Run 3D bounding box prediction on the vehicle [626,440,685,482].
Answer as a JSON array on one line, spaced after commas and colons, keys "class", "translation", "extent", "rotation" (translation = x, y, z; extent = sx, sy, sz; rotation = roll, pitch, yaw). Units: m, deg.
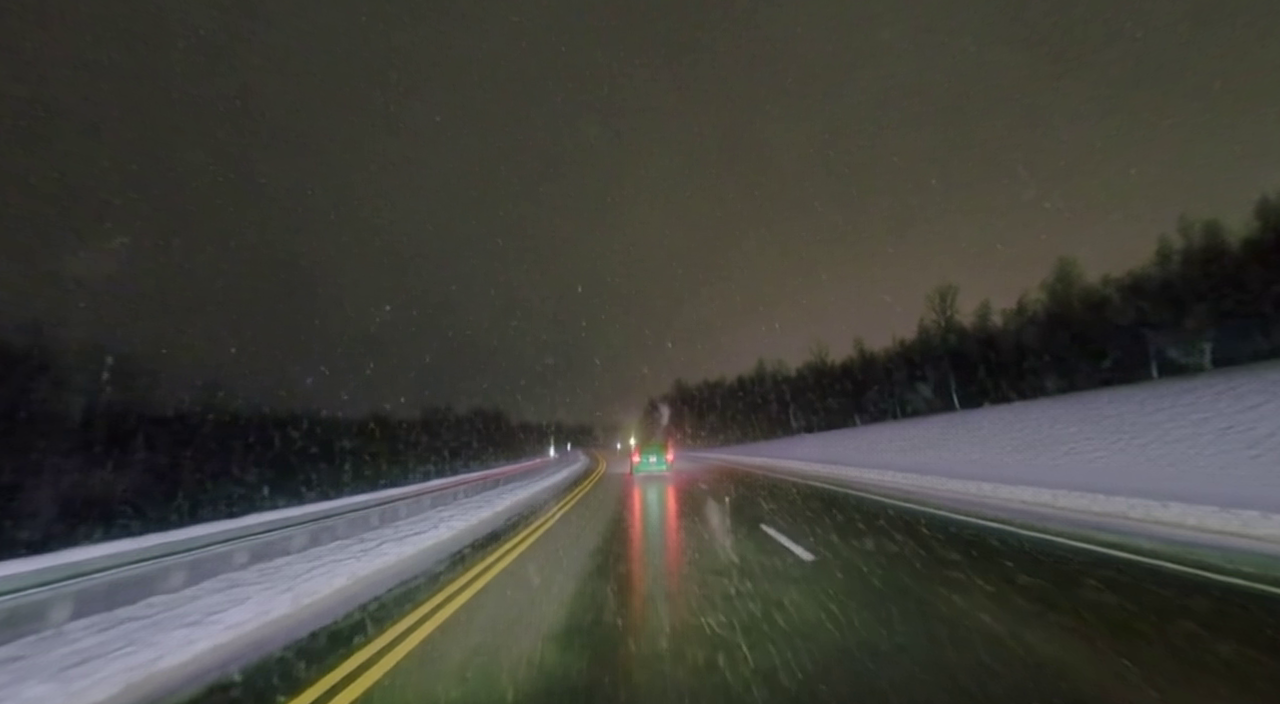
[{"class": "vehicle", "translation": [0.508, 4.237, 24.793], "extent": [2.029, 1.474, 4.183], "rotation": [0, -9, -2]}]
